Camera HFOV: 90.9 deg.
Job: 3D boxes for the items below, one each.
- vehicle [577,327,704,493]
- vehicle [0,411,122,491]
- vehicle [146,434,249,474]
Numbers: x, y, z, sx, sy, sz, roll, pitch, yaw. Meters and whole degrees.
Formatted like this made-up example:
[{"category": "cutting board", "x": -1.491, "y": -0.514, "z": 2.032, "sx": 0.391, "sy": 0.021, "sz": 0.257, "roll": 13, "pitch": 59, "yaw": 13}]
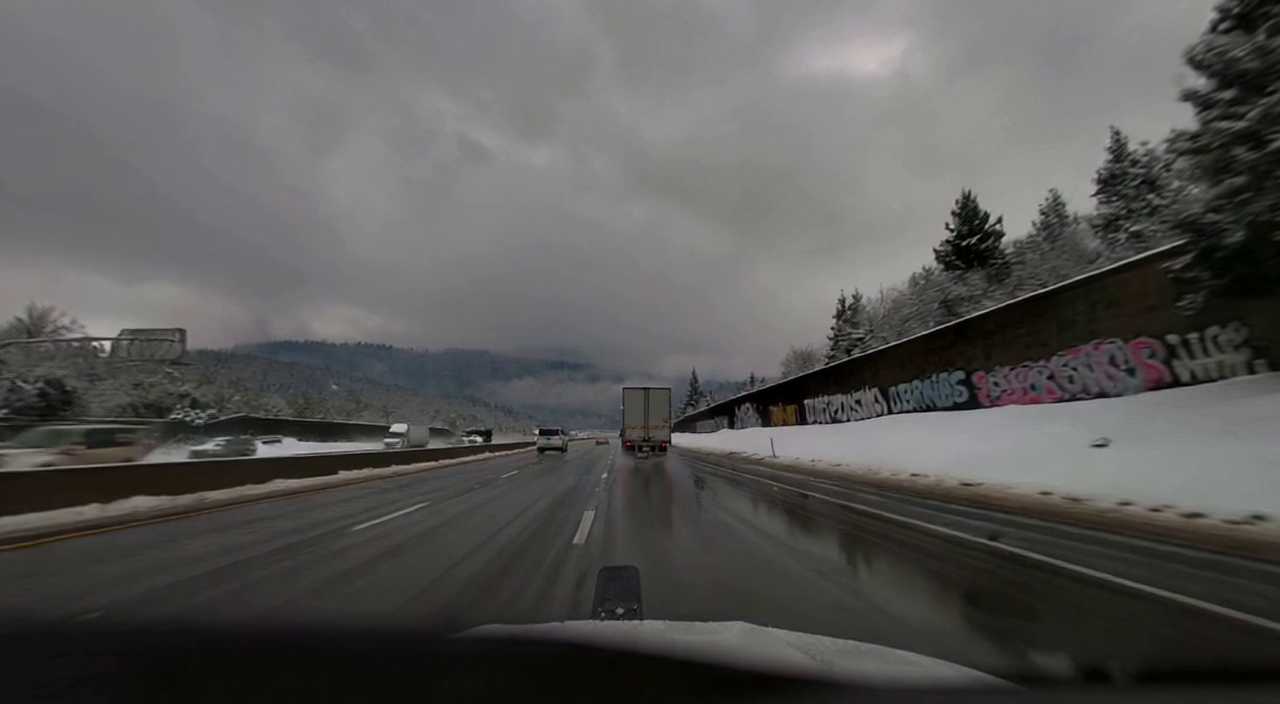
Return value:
[{"category": "vehicle", "x": -0.169, "y": 1.703, "z": 17.424, "sx": 2.880, "sy": 3.798, "sz": 5.927, "roll": 0, "pitch": -8, "yaw": -4}, {"category": "vehicle", "x": -14.387, "y": 2.196, "z": 14.160, "sx": 1.998, "sy": 1.647, "sz": 4.170, "roll": 0, "pitch": -8, "yaw": -2}, {"category": "vehicle", "x": -22.344, "y": 5.143, "z": 32.108, "sx": 2.026, "sy": 1.853, "sz": 4.642, "roll": 0, "pitch": -8, "yaw": -2}]
